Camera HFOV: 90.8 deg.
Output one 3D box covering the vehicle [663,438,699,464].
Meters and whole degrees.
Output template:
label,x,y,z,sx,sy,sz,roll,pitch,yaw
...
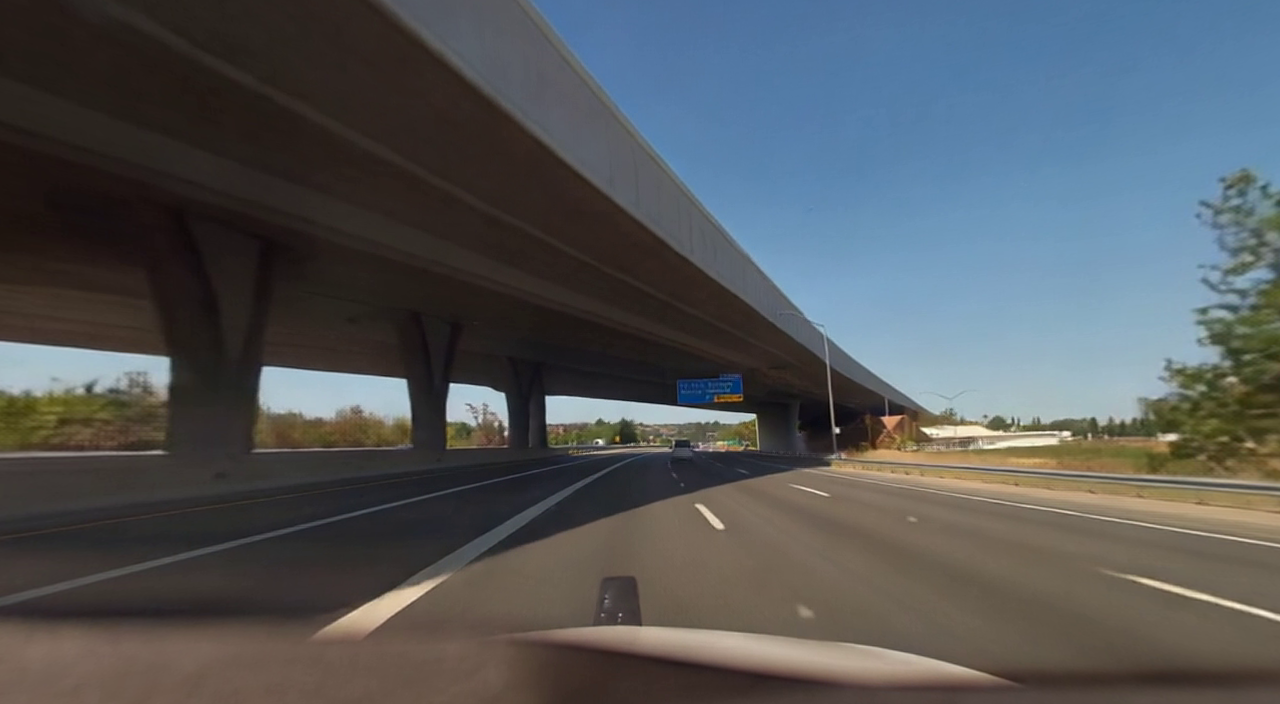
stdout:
label,x,y,z,sx,sy,sz,roll,pitch,yaw
vehicle,2.881,7.125,45.502,2.224,1.738,4.376,0,-8,-1
